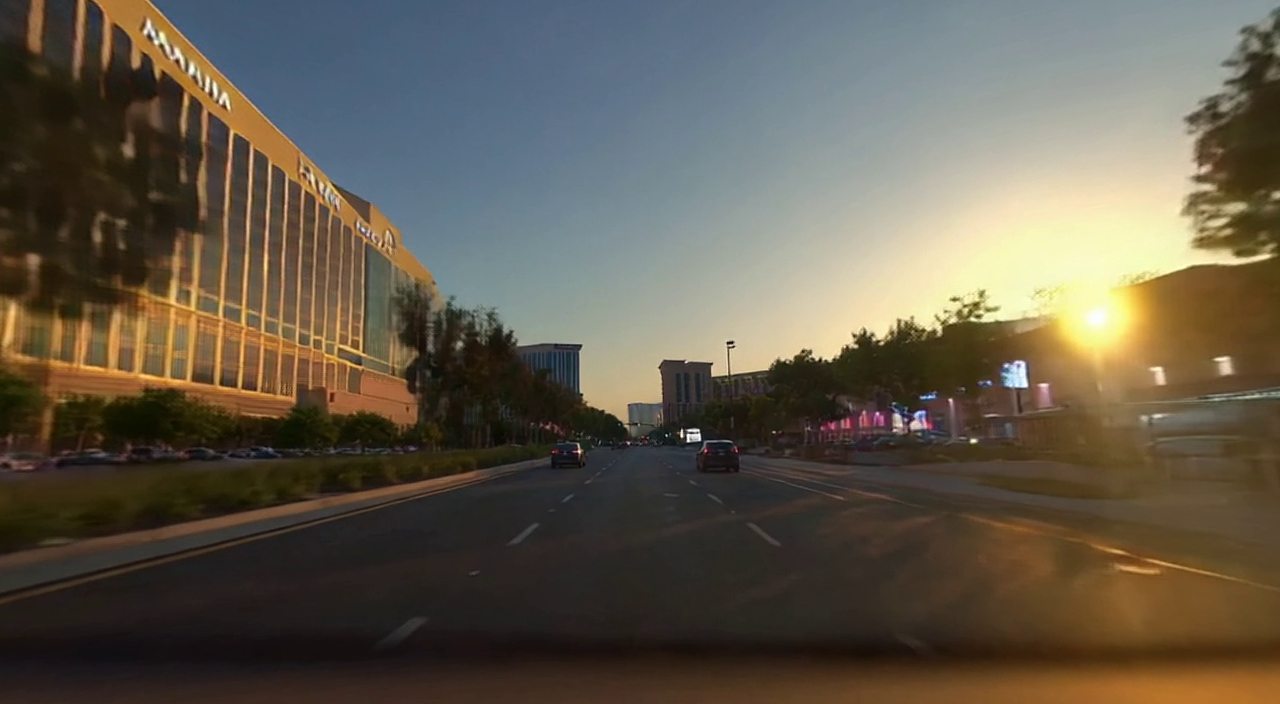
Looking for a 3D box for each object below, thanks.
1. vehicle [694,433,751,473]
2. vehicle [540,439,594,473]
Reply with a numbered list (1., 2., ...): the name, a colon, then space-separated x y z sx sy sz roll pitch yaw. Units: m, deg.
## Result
1. vehicle: 3.916 4.857 30.566 2.083 1.743 4.354 0 -8 -1
2. vehicle: -3.324 4.815 29.485 2.005 1.477 4.169 0 -8 0
